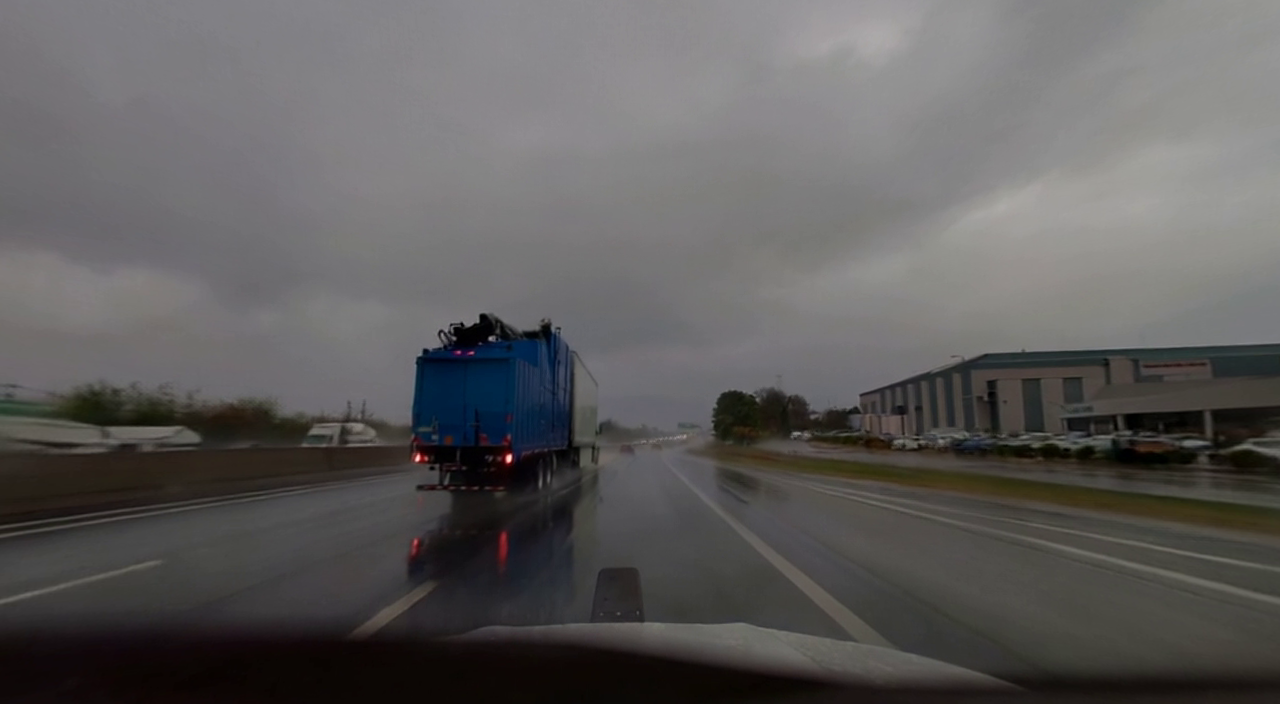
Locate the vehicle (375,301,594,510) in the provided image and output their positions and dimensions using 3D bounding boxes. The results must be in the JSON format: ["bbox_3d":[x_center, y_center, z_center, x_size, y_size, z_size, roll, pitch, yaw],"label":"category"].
[{"bbox_3d":[-3.620,2.191,20.569,2.939,4.132,16.303,0,-8,0],"label":"vehicle"}]

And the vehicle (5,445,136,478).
[{"bbox_3d":[-27.661,5.302,30.950,1.911,1.505,4.787,0,-8,1],"label":"vehicle"}]

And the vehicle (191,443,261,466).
[{"bbox_3d":[-31.465,7.784,48.161,1.950,1.673,4.792,0,-8,1],"label":"vehicle"}]
